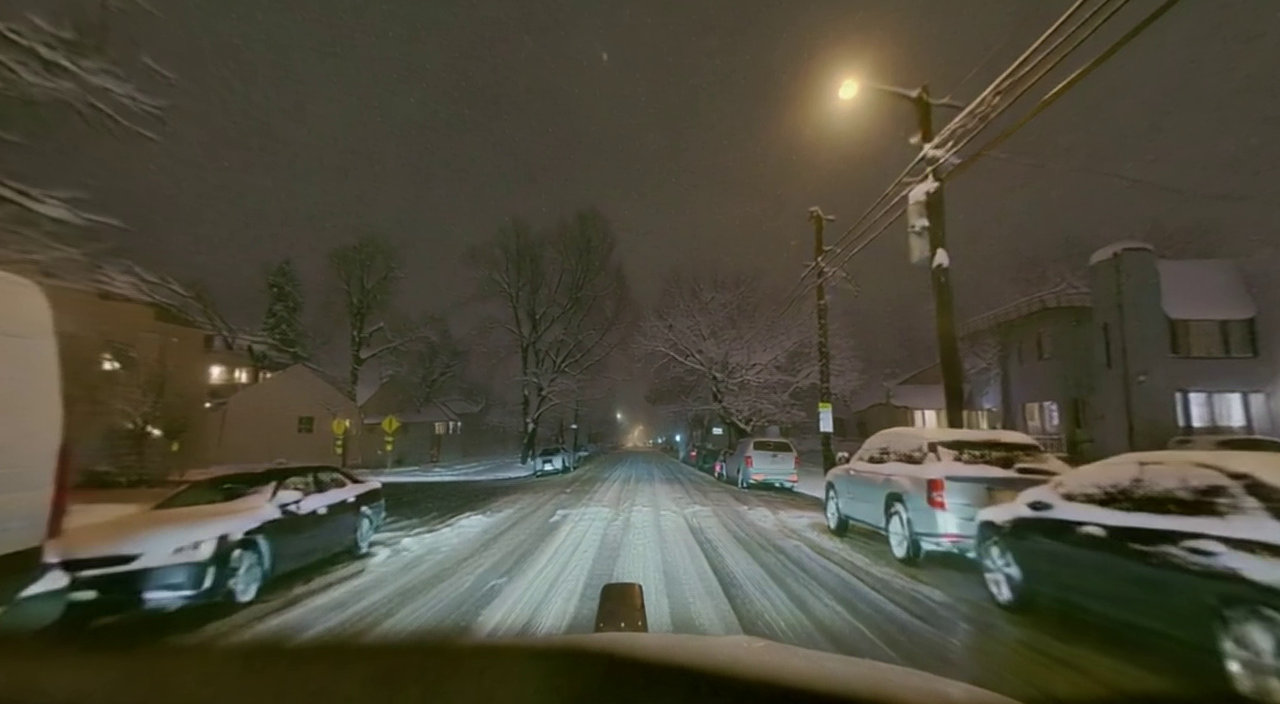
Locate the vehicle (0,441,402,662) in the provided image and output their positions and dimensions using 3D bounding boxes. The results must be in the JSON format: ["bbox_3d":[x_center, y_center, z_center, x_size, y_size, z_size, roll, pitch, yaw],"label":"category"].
[{"bbox_3d":[-4.468,1.828,6.992,1.934,1.547,4.400,-1,-7,0],"label":"vehicle"}]

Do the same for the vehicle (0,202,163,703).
[{"bbox_3d":[-4.487,0.338,1.036,2.470,2.613,5.989,-4,-9,4],"label":"vehicle"}]

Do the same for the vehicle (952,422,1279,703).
[{"bbox_3d":[4.005,1.307,4.014,1.839,1.520,4.498,3,-8,1],"label":"vehicle"}]

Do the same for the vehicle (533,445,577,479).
[{"bbox_3d":[-4.433,5.769,33.325,1.870,1.562,4.212,-2,-8,-2],"label":"vehicle"}]

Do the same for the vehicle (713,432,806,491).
[{"bbox_3d":[4.139,3.897,22.735,2.215,1.897,5.131,0,-9,-1],"label":"vehicle"}]
